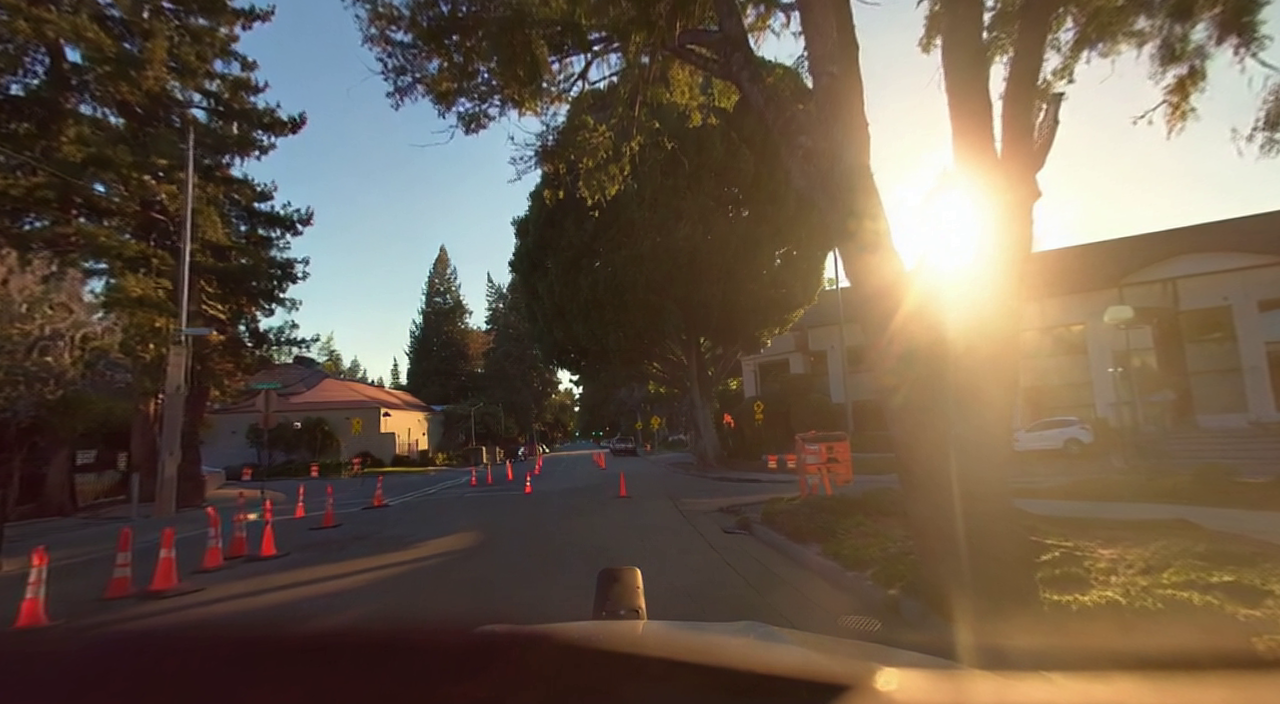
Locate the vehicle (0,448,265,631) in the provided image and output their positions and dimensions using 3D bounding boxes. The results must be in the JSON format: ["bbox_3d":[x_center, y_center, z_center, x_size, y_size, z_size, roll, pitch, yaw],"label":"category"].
[{"bbox_3d":[-7.612,1.914,6.859,2.961,1.701,7.563,1,-9,-4],"label":"vehicle"}]
